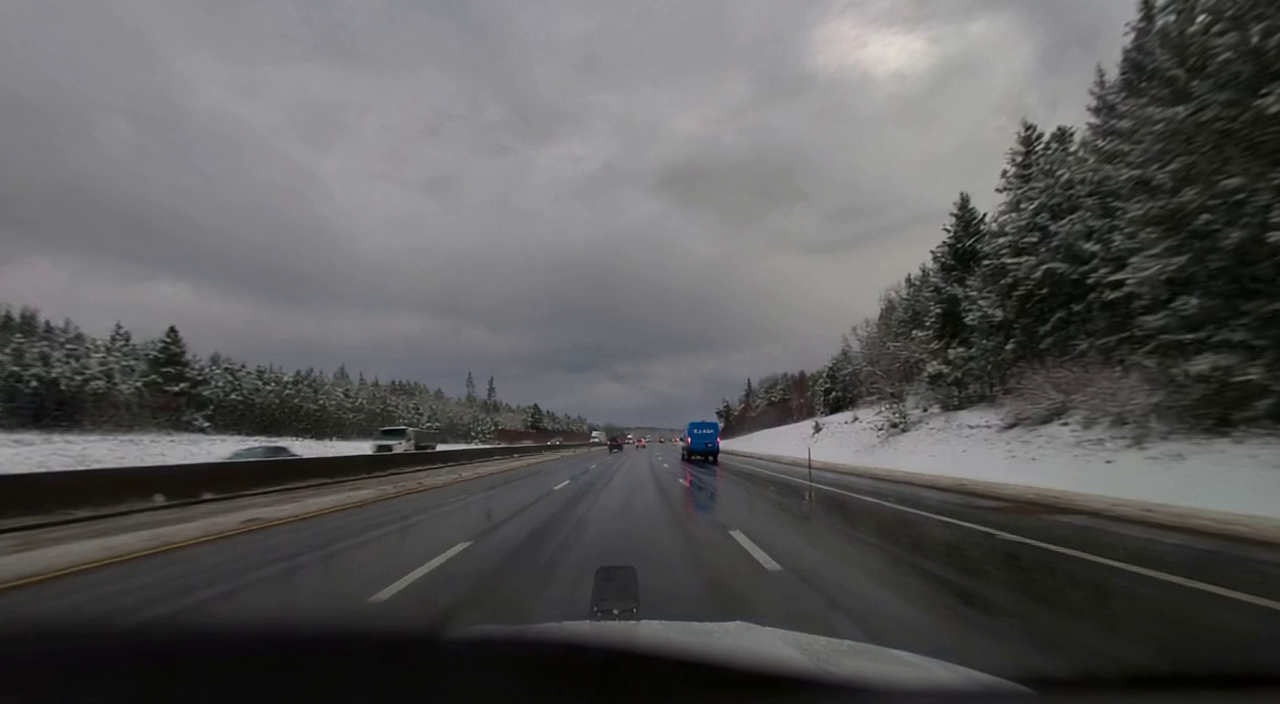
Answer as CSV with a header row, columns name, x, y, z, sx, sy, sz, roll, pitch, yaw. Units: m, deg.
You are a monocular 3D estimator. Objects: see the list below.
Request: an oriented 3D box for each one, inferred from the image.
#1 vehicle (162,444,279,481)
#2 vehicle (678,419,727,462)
name,x,y,z,sx,sy,sz,roll,pitch,yaw
vehicle,-18.391,4.835,27.886,2.000,1.485,4.546,-1,-8,1
vehicle,3.941,5.774,40.963,2.485,2.562,5.535,0,-8,-1
